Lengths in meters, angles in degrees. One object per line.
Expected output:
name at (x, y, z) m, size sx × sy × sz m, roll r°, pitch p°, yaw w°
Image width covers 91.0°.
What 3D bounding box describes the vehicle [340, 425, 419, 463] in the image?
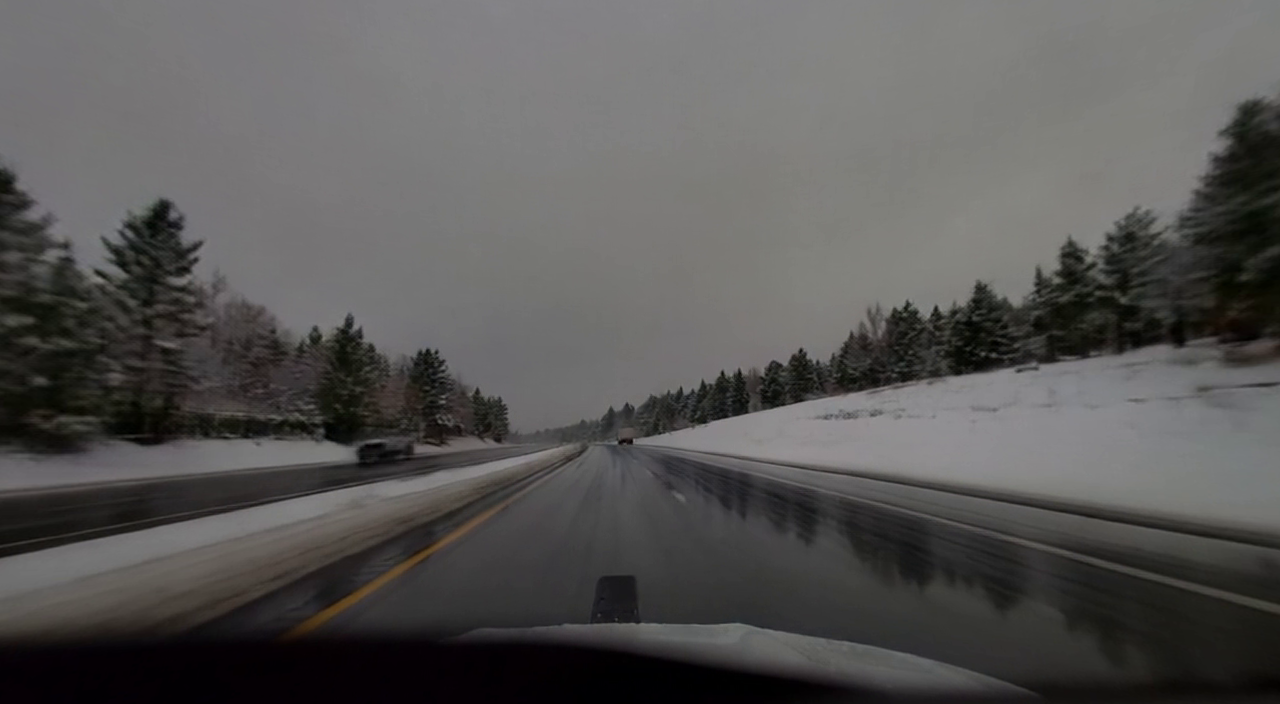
vehicle at (-12.883, 4.596, 31.462) m, size 2.143 × 1.728 × 4.574 m, roll 0°, pitch -8°, yaw -3°
